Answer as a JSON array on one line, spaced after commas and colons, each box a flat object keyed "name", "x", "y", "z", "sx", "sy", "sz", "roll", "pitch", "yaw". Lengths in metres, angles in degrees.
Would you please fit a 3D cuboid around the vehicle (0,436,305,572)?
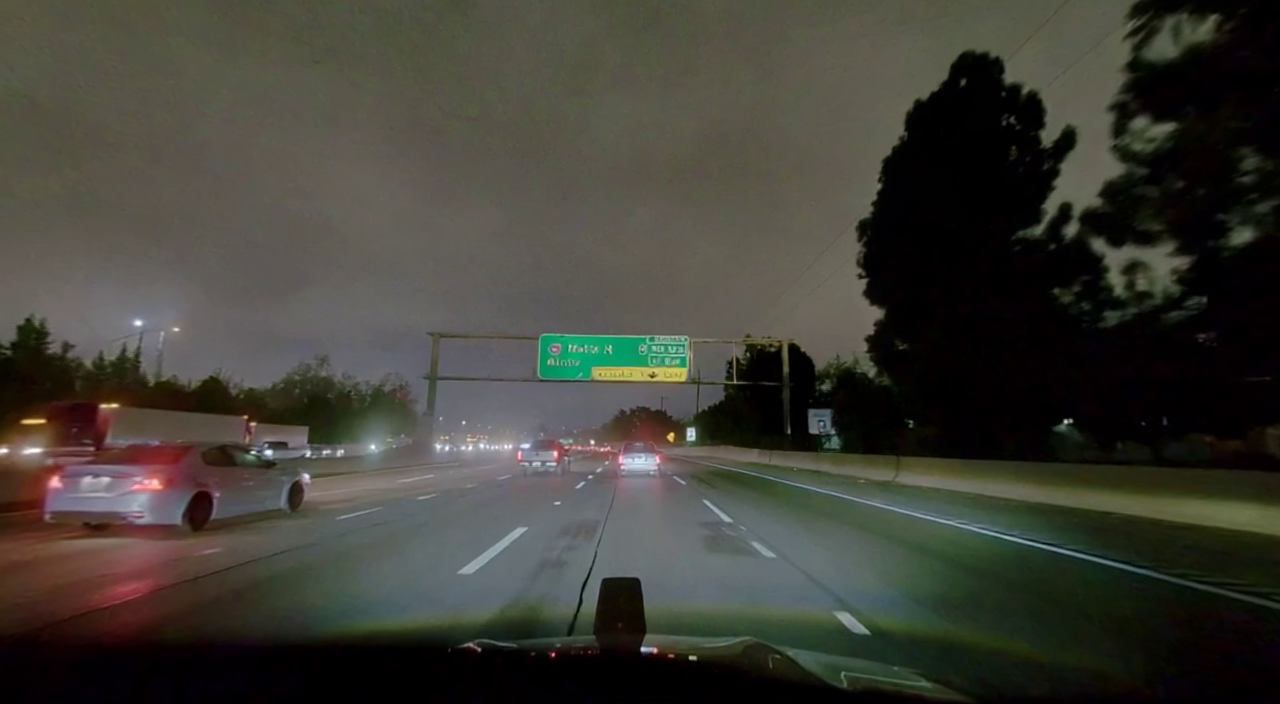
[{"name": "vehicle", "x": -7.244, "y": 2.014, "z": 9.317, "sx": 1.974, "sy": 1.464, "sz": 4.733, "roll": 0, "pitch": -8, "yaw": 0}]

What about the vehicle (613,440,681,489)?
[{"name": "vehicle", "x": 0.172, "y": 3.763, "z": 21.449, "sx": 2.082, "sy": 1.482, "sz": 4.126, "roll": 0, "pitch": -8, "yaw": -1}]

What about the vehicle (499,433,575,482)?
[{"name": "vehicle", "x": -4.012, "y": 4.226, "z": 25.458, "sx": 2.289, "sy": 1.777, "sz": 4.534, "roll": 0, "pitch": -8, "yaw": 0}]
